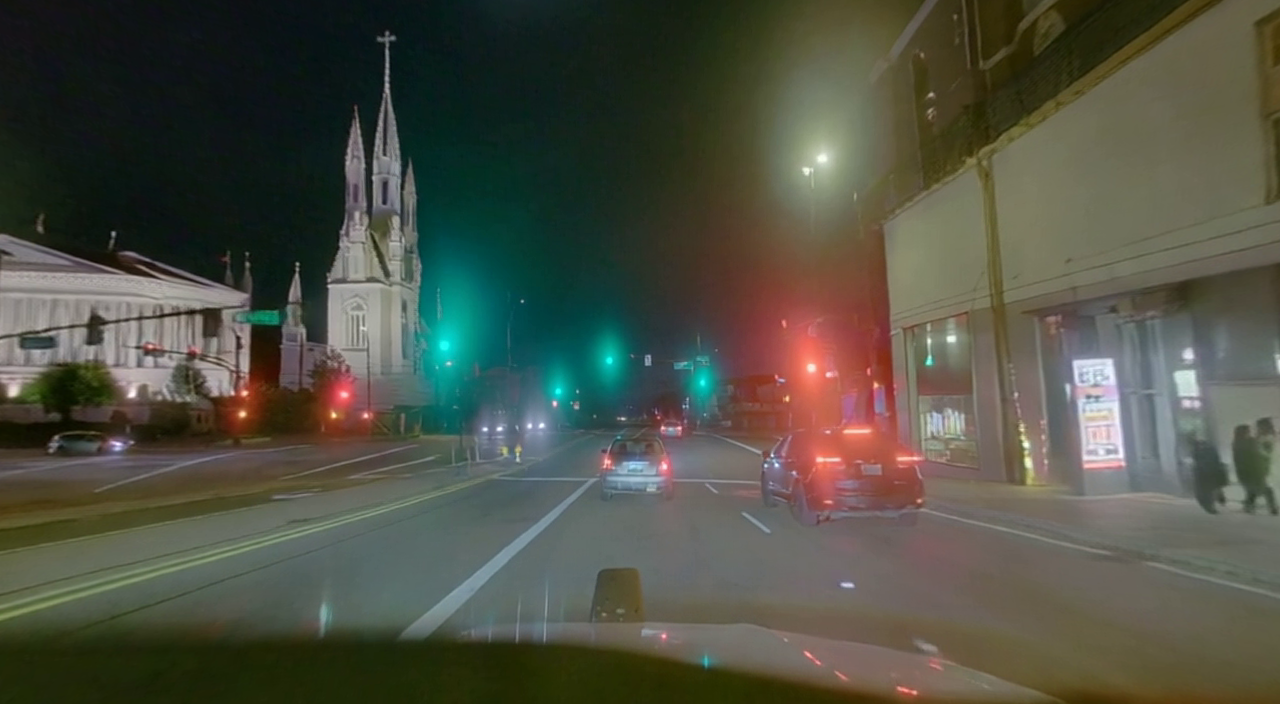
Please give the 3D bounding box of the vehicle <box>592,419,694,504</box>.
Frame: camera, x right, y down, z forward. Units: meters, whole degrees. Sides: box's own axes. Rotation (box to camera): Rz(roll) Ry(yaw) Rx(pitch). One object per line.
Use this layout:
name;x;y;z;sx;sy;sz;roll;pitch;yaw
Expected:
vehicle;0.130;2.640;15.559;2.168;1.776;4.135;0;-8;2

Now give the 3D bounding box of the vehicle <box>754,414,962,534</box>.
vehicle;3.624;2.135;11.643;2.080;1.735;4.650;0;-8;-1

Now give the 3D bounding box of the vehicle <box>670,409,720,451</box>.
vehicle;3.062;4.408;36.432;2.228;1.922;5.335;0;-2;-2

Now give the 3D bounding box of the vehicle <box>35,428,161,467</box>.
vehicle;-30.225;5.312;35.382;4.955;1.828;2.268;0;-3;-3
